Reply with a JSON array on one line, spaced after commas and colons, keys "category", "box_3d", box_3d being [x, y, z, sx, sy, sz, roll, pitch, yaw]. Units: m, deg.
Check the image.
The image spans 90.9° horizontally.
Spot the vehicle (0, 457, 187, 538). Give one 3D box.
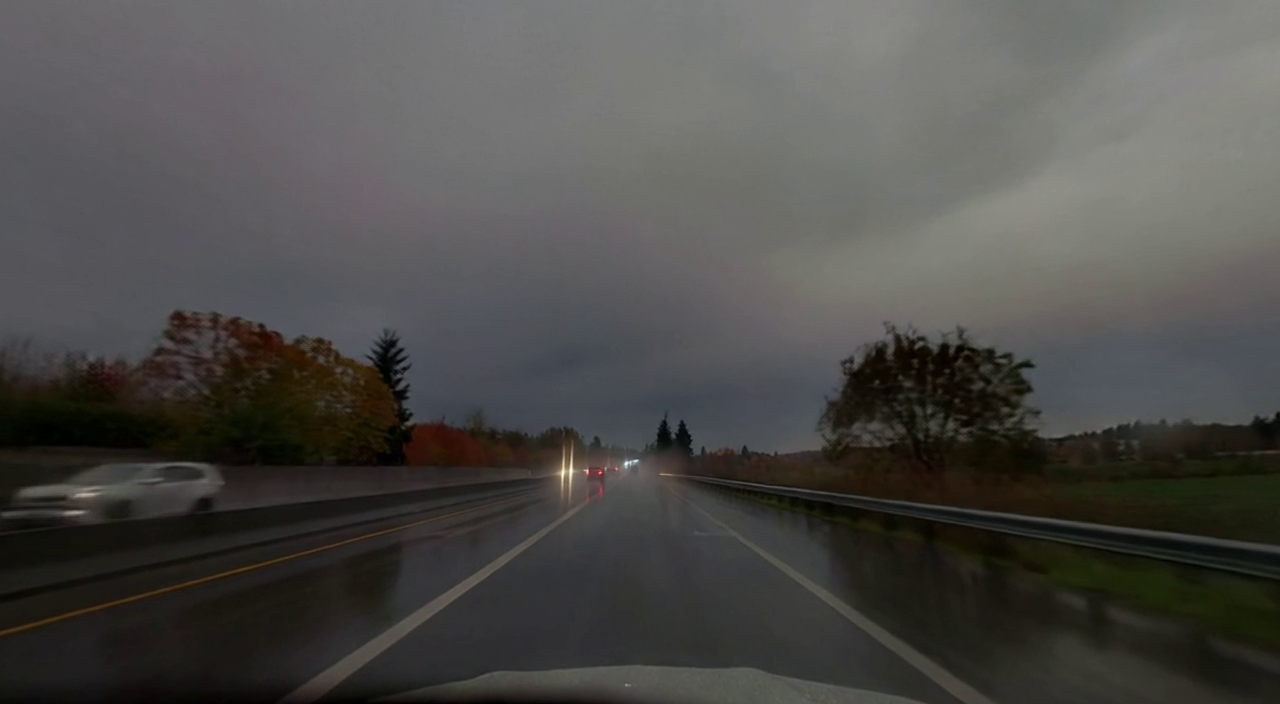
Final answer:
[{"category": "vehicle", "box_3d": [-13.043, 3.216, 14.406, 1.983, 1.520, 4.466, 1, -10, 0]}]
